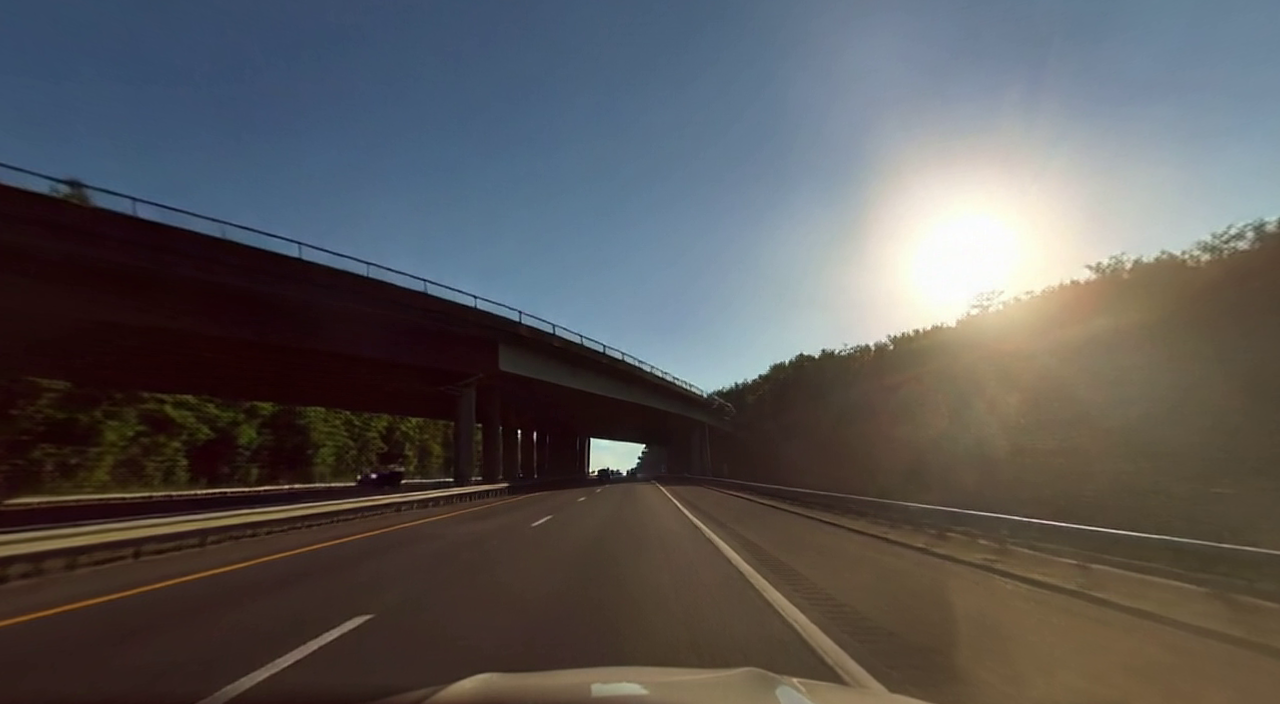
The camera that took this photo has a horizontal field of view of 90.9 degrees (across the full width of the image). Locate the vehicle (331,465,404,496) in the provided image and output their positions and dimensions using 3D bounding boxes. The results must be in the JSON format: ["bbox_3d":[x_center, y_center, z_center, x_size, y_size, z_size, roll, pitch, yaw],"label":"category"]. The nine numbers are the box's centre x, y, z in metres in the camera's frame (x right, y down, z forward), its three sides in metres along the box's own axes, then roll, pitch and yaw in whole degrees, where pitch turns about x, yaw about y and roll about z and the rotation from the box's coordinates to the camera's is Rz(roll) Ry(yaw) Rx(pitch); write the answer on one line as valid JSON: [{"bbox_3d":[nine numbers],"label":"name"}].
[{"bbox_3d":[-15.491,7.308,36.145,2.132,1.603,4.583,1,-10,0],"label":"vehicle"}]
